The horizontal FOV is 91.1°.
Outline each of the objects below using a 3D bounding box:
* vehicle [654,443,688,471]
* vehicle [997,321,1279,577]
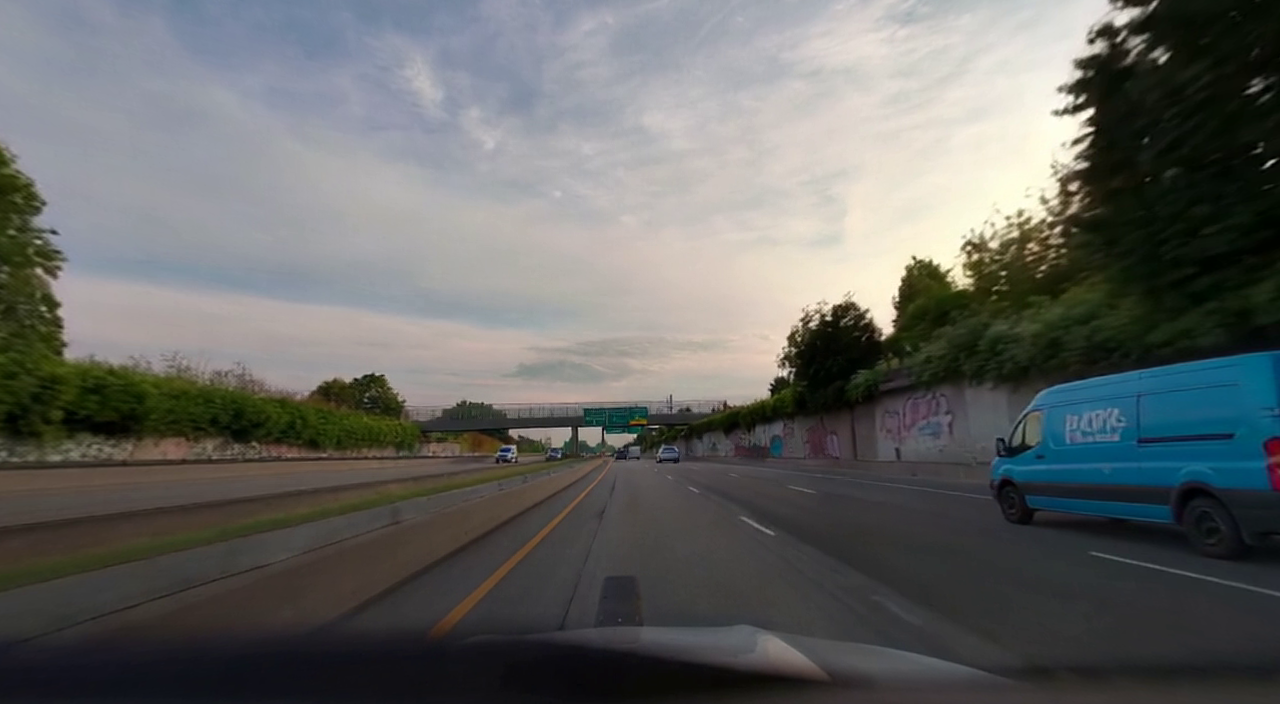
[{"bbox_3d":[2.205,7.666,46.109,2.007,1.943,5.010,0,-9,-2],"label":"vehicle"},{"bbox_3d":[7.765,1.312,8.559,2.283,2.631,5.719,0,-9,-1],"label":"vehicle"}]
